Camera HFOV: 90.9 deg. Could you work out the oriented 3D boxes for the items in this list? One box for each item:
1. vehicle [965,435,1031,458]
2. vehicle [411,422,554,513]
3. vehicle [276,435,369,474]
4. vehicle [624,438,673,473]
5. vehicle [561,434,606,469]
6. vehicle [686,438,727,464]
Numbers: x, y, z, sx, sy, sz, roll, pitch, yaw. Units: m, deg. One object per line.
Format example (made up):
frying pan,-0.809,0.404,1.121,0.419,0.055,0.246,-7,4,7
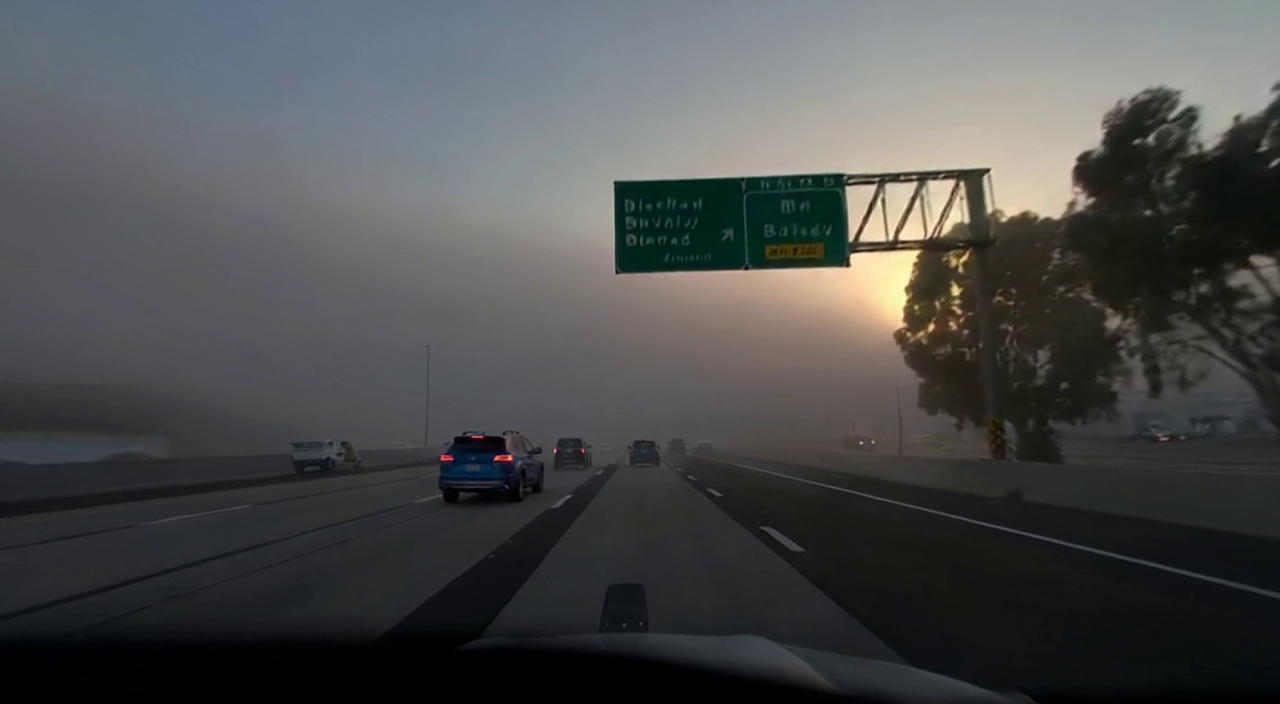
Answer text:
vehicle,23.247,6.149,41.141,1.809,1.431,4.430,0,-8,1
vehicle,-3.236,2.487,14.031,1.961,1.687,4.453,0,-8,1
vehicle,-15.032,4.863,30.205,2.011,1.708,4.556,0,-8,1
vehicle,0.357,4.680,28.725,2.090,1.474,3.970,0,-8,0
vehicle,-2.963,5.372,34.249,2.007,1.730,4.412,0,-8,0
vehicle,4.099,6.188,39.453,1.980,1.492,4.442,0,-8,-1
